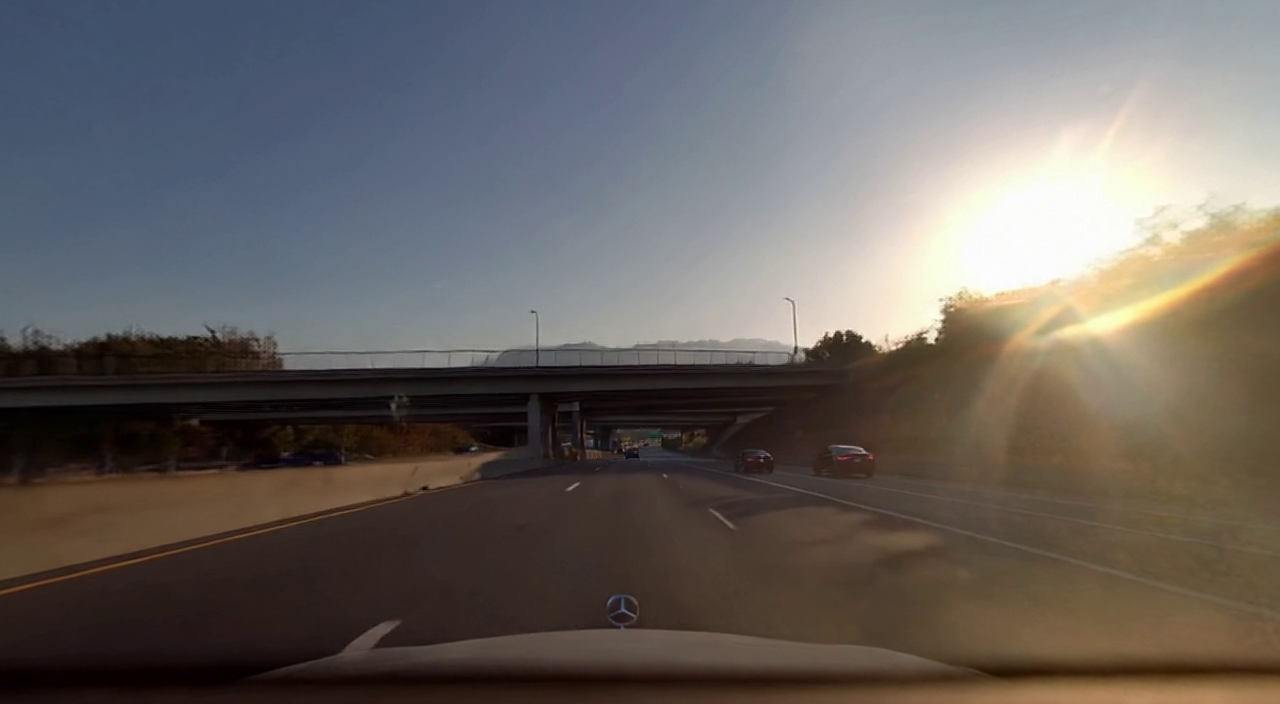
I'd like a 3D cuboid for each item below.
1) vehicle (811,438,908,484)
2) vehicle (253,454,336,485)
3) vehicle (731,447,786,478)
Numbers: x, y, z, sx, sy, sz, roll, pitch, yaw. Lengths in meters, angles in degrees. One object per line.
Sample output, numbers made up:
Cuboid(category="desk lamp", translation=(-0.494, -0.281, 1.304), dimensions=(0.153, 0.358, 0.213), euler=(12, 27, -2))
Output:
Cuboid(category="vehicle", translation=(10.055, 5.062, 29.491), dimensions=(2.387, 1.936, 5.646), euler=(0, -9, -1))
Cuboid(category="vehicle", translation=(-17.929, 6.096, 32.910), dimensions=(1.885, 1.491, 4.302), euler=(0, -9, 0))
Cuboid(category="vehicle", translation=(6.397, 6.000, 34.418), dimensions=(2.053, 1.553, 4.463), euler=(0, -9, -1))
